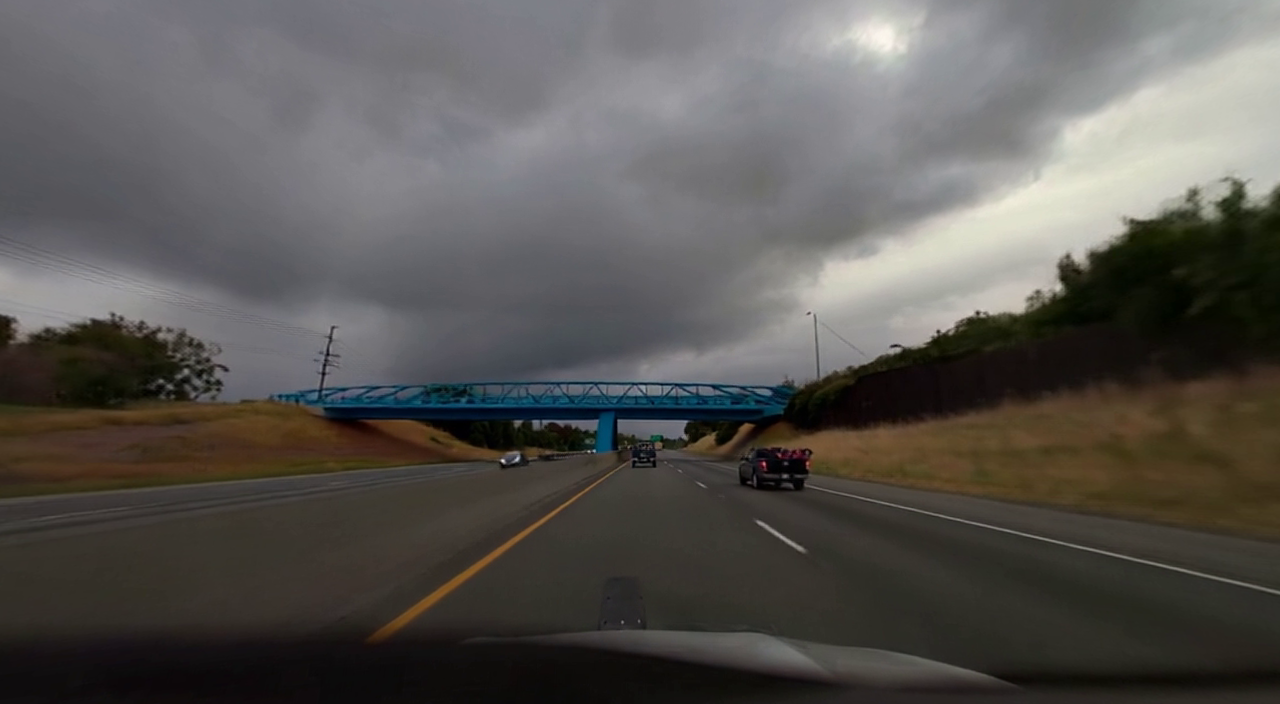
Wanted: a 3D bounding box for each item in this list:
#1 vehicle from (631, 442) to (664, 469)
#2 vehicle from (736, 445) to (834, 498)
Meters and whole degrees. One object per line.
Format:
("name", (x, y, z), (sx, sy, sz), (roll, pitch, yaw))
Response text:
("vehicle", (0.621, 7.879, 48.228), (2.369, 1.948, 5.343), (0, -9, 2))
("vehicle", (4.550, 3.822, 20.596), (1.988, 1.505, 4.958), (0, -9, 0))
